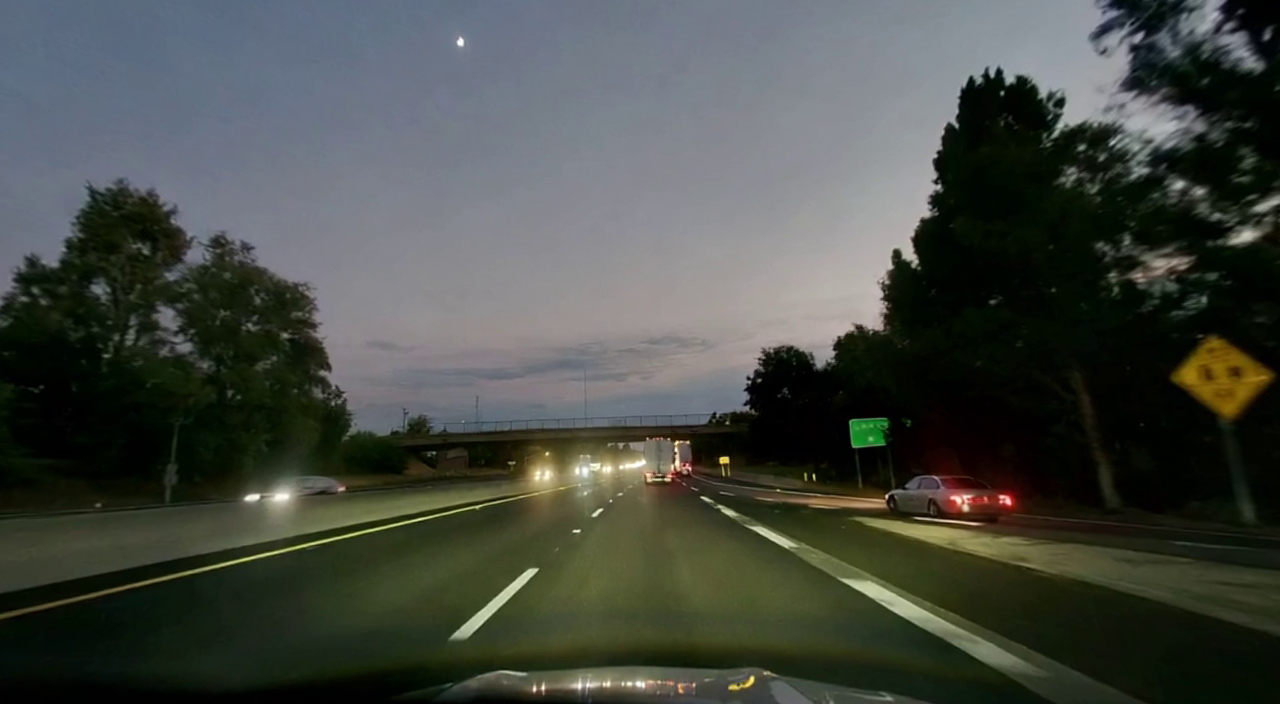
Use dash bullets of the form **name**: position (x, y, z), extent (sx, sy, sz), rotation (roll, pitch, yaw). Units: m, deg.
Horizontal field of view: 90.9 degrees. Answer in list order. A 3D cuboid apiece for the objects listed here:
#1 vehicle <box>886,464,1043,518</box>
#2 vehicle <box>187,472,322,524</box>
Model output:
- **vehicle**: position (9.859, 4.238, 19.571), extent (1.949, 1.468, 4.145), rotation (4, -11, -15)
- **vehicle**: position (-12.128, 4.595, 20.162), extent (1.851, 1.413, 3.769), rotation (1, -11, 1)
